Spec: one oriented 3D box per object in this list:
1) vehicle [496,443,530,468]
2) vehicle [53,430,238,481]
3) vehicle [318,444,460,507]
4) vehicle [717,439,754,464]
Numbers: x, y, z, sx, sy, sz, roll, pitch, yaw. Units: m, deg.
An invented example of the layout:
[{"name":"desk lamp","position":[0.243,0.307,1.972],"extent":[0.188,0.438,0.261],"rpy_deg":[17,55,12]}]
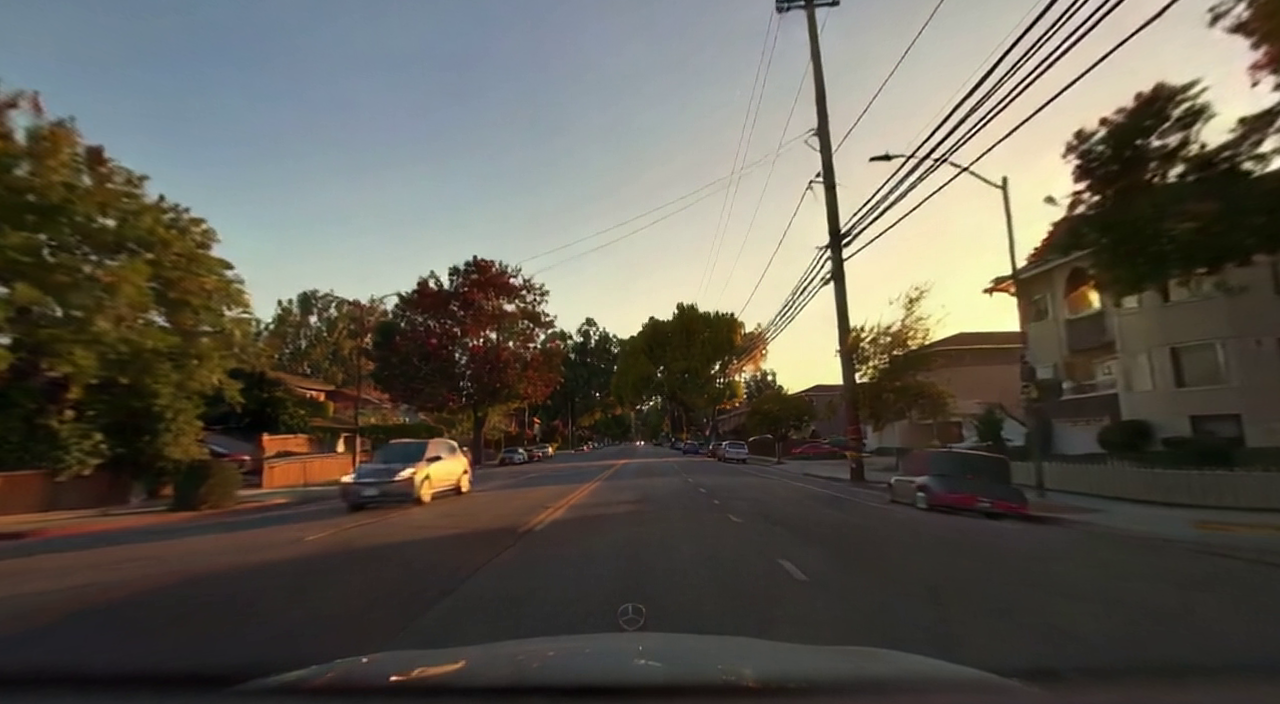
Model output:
[{"name":"vehicle","position":[-9.848,8.019,49.083],"extent":[1.974,1.696,4.336],"rpy_deg":[-2,-7,-3]},{"name":"vehicle","position":[-17.984,3.782,23.112],"extent":[5.004,1.755,2.038],"rpy_deg":[0,-8,0]},{"name":"vehicle","position":[-6.793,3.344,17.681],"extent":[2.017,1.510,4.556],"rpy_deg":[0,-8,1]},{"name":"vehicle","position":[7.335,7.668,48.957],"extent":[2.128,1.823,4.834],"rpy_deg":[0,-8,0]}]
